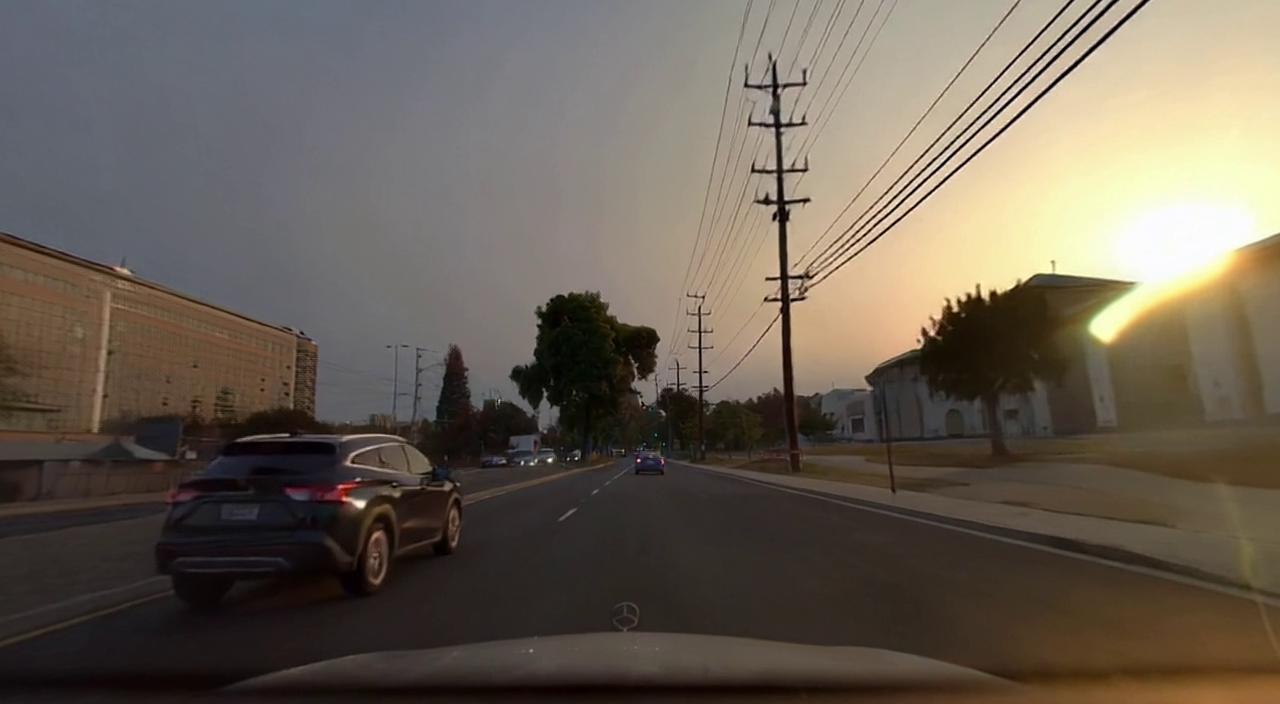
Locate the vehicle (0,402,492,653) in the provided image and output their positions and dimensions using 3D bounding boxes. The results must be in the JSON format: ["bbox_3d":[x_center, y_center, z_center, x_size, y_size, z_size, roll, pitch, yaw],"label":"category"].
[{"bbox_3d":[-3.254,1.546,6.684,2.169,1.679,4.723,0,-9,1],"label":"vehicle"}]

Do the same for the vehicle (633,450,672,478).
[{"bbox_3d":[0.680,6.481,36.626,2.114,1.492,4.453,0,-9,-1],"label":"vehicle"}]
